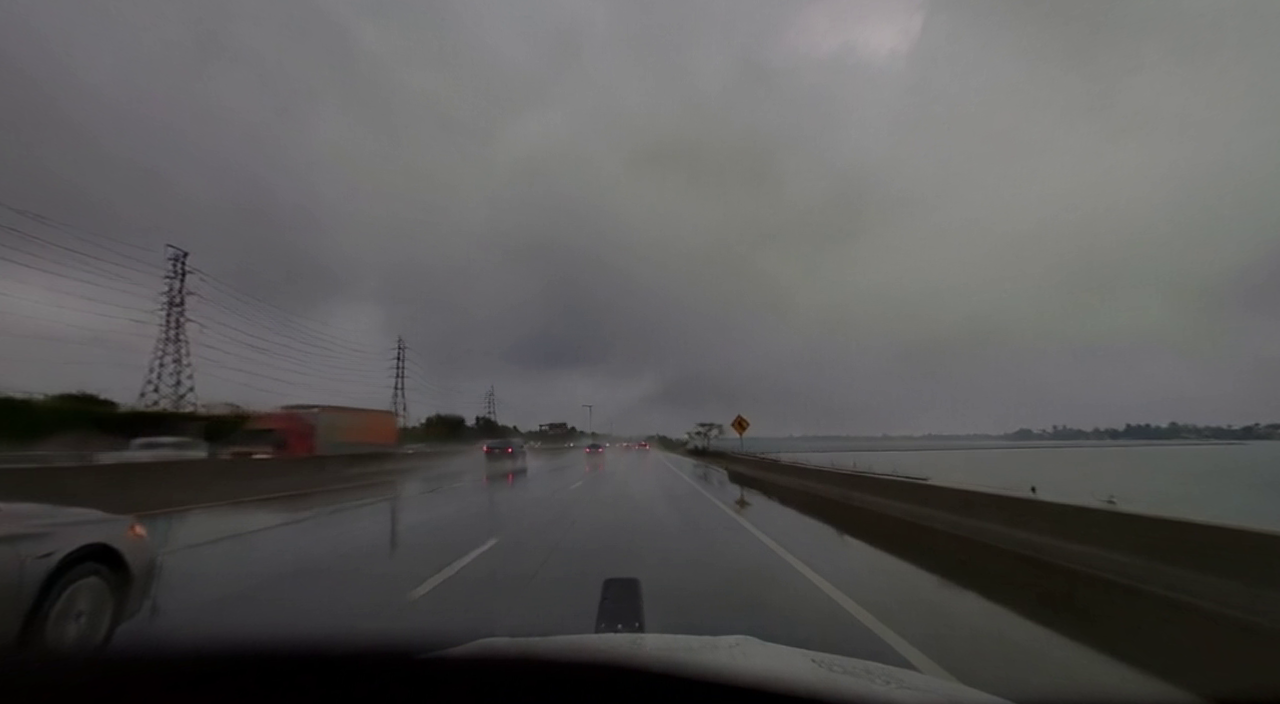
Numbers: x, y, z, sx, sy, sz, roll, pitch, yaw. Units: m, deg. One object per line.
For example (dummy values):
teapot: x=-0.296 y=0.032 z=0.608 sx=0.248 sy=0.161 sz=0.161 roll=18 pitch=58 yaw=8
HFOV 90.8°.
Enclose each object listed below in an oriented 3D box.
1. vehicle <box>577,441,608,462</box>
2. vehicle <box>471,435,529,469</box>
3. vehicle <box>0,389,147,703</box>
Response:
vehicle: x=-3.483 y=7.404 z=47.037 sx=1.957 sy=1.494 sz=4.207 roll=0 pitch=-8 yaw=1
vehicle: x=-7.460 y=5.369 z=34.063 sx=2.050 sy=1.717 sz=4.418 roll=0 pitch=-8 yaw=1
vehicle: x=-3.629 y=0.684 z=1.027 sx=2.015 sy=1.501 sz=4.454 roll=0 pitch=-8 yaw=0
